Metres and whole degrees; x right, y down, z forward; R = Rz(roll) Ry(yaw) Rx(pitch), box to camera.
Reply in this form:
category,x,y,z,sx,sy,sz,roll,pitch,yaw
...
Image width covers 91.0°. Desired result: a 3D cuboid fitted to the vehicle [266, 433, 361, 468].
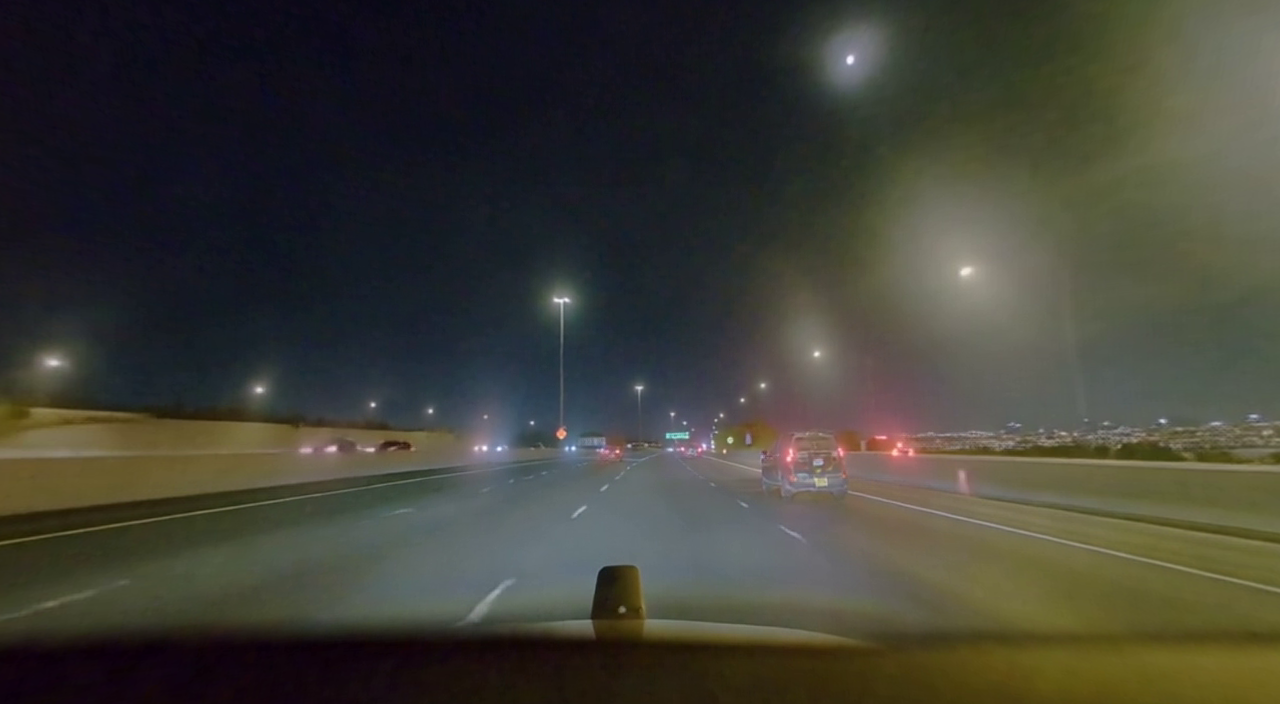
category,x,y,z,sx,sy,sz,roll,pitch,yaw
vehicle,-18.734,5.725,36.561,2.268,1.823,5.765,0,-9,2
